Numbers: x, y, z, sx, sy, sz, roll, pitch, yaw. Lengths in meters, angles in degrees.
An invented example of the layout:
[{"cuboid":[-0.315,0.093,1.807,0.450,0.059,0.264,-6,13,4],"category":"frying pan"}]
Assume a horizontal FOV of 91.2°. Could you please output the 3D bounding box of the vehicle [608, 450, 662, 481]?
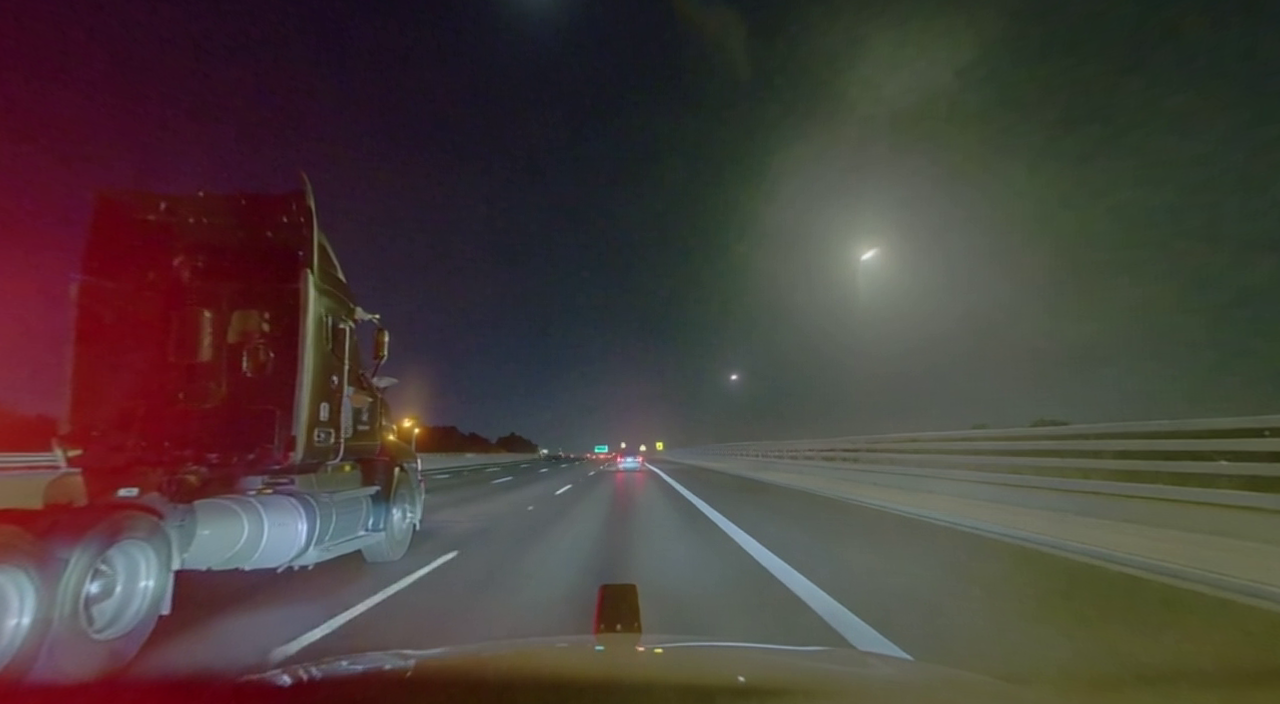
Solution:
[{"cuboid":[-0.293,5.494,30.746,2.398,1.336,5.698,0,-9,-1],"category":"vehicle"}]
